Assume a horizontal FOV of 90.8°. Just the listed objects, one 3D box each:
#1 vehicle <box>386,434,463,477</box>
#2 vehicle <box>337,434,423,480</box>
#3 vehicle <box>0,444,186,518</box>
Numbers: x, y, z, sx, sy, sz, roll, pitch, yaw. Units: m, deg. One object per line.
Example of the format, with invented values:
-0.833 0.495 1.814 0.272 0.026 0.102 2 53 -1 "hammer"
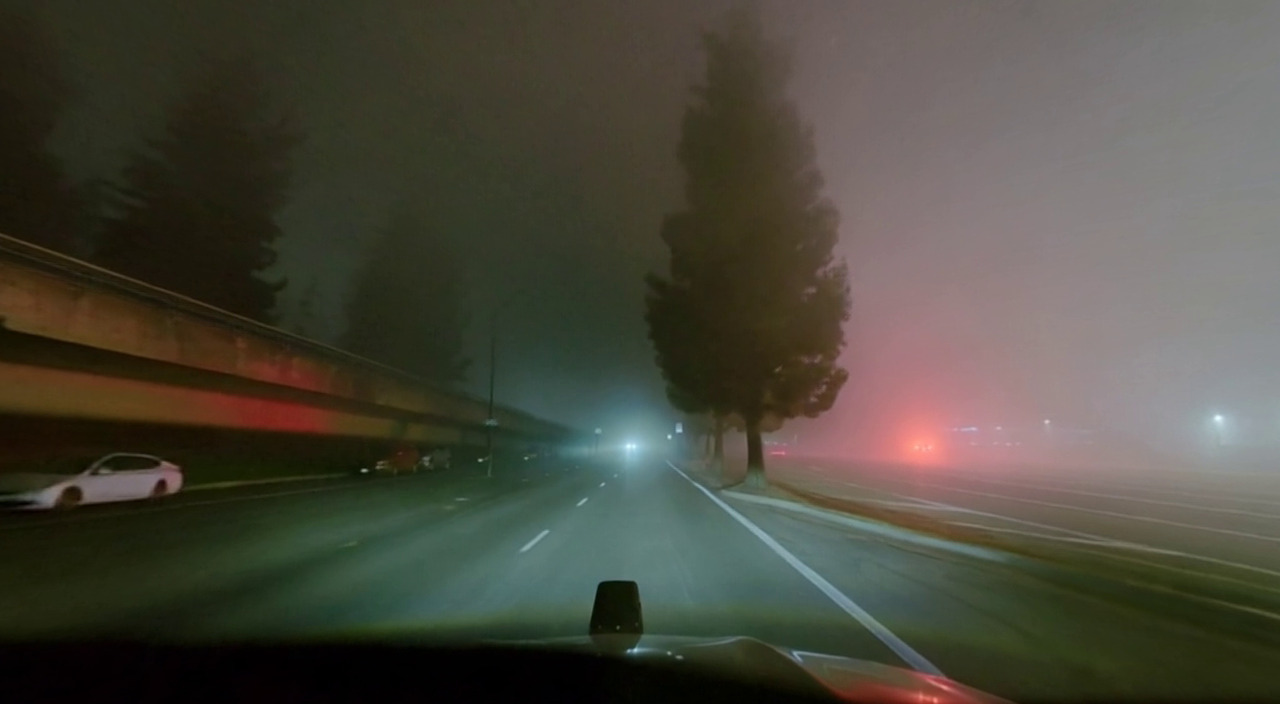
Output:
-12.961 6.251 38.581 2.307 2.349 6.335 1 -8 1 "vehicle"
-13.026 5.298 32.117 2.136 2.016 5.354 2 -9 -2 "vehicle"
-13.644 3.042 15.361 1.847 1.498 4.368 1 -10 2 "vehicle"
